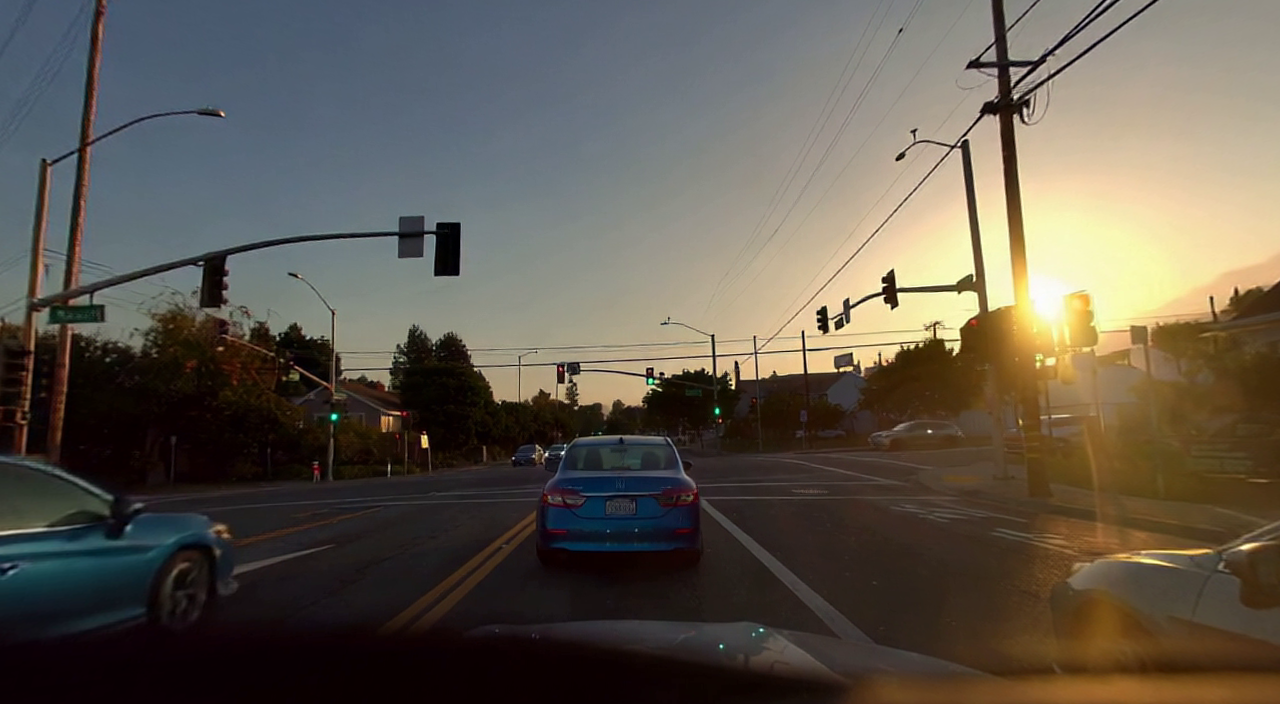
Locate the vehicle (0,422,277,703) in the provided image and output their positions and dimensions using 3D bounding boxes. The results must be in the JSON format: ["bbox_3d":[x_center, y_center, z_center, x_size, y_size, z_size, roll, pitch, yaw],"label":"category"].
[{"bbox_3d":[-4.380,1.149,3.502,2.106,1.492,4.312,0,-8,1],"label":"vehicle"}]

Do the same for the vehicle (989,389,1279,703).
[{"bbox_3d":[2.929,0.833,1.710,1.860,1.494,3.707,0,-8,1],"label":"vehicle"}]

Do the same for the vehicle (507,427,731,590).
[{"bbox_3d":[-0.224,1.758,8.000,2.061,1.485,4.196,0,-8,-1],"label":"vehicle"}]

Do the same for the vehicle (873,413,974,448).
[{"bbox_3d":[15.178,4.239,33.996,4.431,1.555,1.886,-4,-9,2],"label":"vehicle"}]
